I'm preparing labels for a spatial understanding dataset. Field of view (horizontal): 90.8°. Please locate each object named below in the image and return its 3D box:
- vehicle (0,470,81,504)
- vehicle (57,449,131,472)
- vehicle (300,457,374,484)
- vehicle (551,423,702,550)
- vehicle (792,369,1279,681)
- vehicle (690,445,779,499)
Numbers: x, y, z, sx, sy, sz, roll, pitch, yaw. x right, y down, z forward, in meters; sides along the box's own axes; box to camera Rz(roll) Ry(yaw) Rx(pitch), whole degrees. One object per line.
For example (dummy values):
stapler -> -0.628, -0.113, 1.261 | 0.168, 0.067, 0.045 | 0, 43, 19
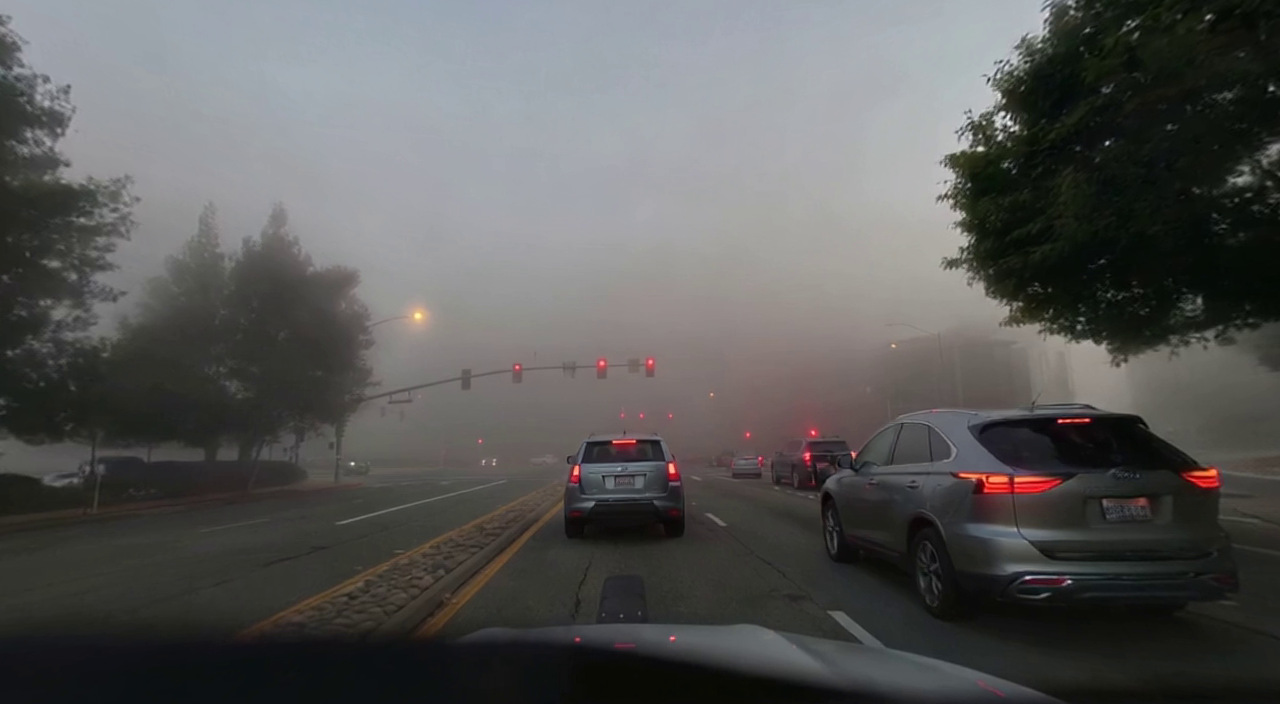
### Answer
vehicle -> -29.297, 6.352, 29.884 | 3.771, 1.464, 1.670 | 2, -9, -11
vehicle -> -40.176, 7.948, 46.632 | 1.742, 1.526, 4.004 | -1, -7, 4
vehicle -> -23.433, 9.119, 48.915 | 4.905, 1.949, 2.354 | -3, -9, 21
vehicle -> -0.235, 2.128, 10.661 | 2.039, 1.698, 4.144 | 0, -9, -2
vehicle -> 3.148, 1.321, 5.937 | 2.228, 1.798, 4.370 | 0, -9, -1
vehicle -> 2.804, 3.647, 19.705 | 1.900, 1.459, 4.260 | 0, -9, -3
